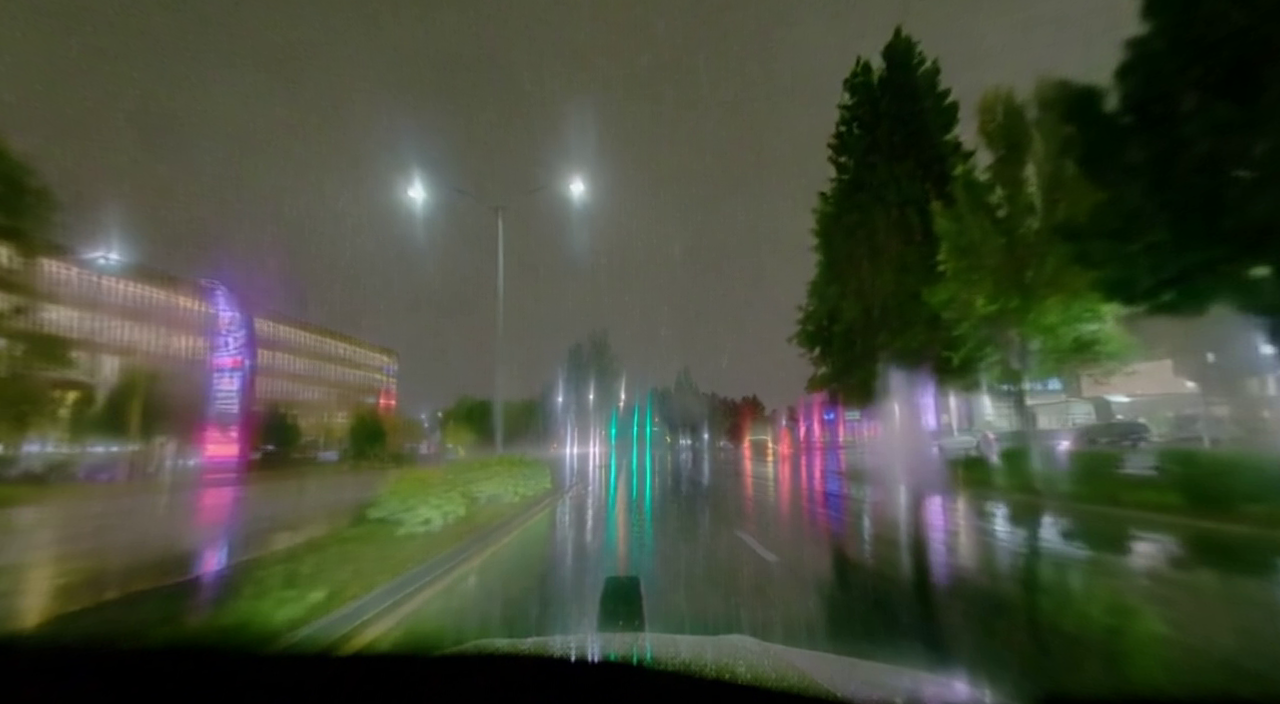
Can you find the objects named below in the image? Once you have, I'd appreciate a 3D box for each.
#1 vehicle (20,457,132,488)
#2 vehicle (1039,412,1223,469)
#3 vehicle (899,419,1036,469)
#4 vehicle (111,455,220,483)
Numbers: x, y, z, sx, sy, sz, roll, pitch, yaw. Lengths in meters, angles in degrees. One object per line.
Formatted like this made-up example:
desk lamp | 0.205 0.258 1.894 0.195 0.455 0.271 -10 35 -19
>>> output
vehicle | -29.754 6.348 33.284 4.154 1.510 1.847 0 -8 1
vehicle | 33.515 6.080 43.227 10.143 3.636 2.880 1 -9 -2
vehicle | 22.035 6.211 42.675 7.634 3.061 2.777 -1 -8 0
vehicle | -29.648 7.307 39.483 4.739 1.638 2.515 1 -9 -1
